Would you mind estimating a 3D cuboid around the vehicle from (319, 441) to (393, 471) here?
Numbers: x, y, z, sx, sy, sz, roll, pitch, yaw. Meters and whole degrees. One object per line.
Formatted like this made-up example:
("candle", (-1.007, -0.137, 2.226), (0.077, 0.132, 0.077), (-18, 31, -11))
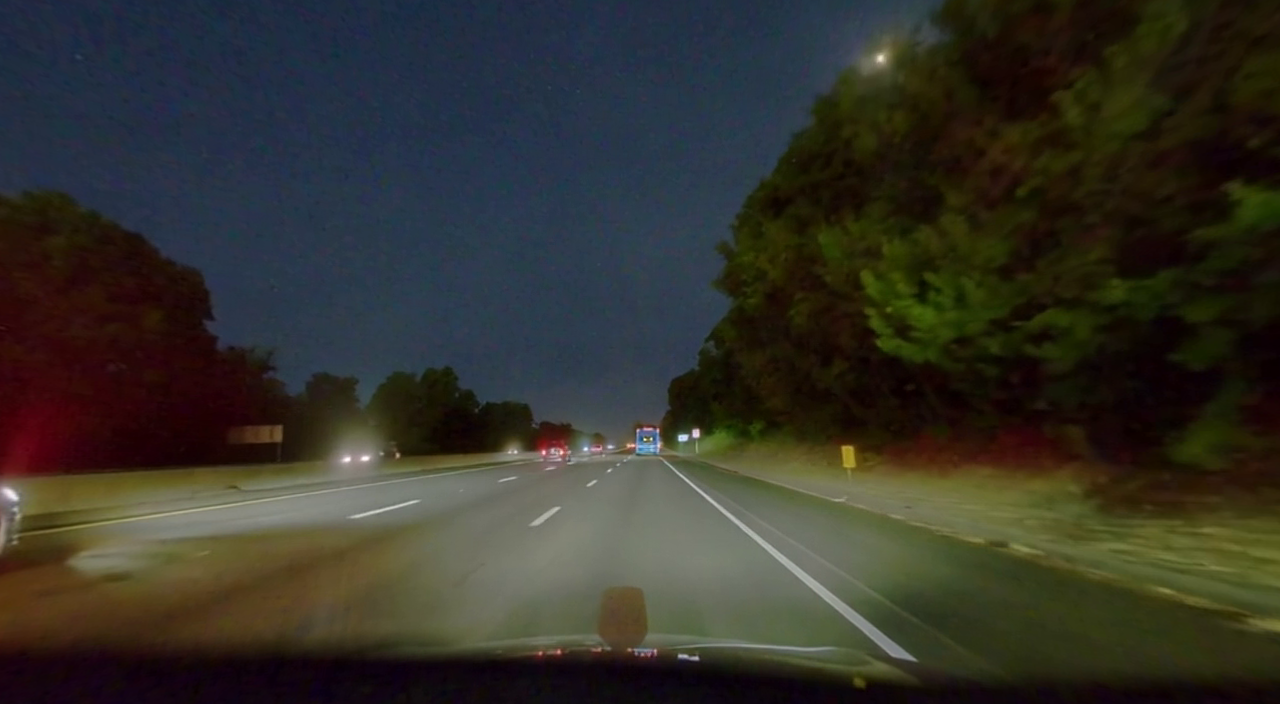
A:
("vehicle", (-17.094, 6.273, 38.302), (2.082, 1.674, 5.056), (0, -8, 1))
